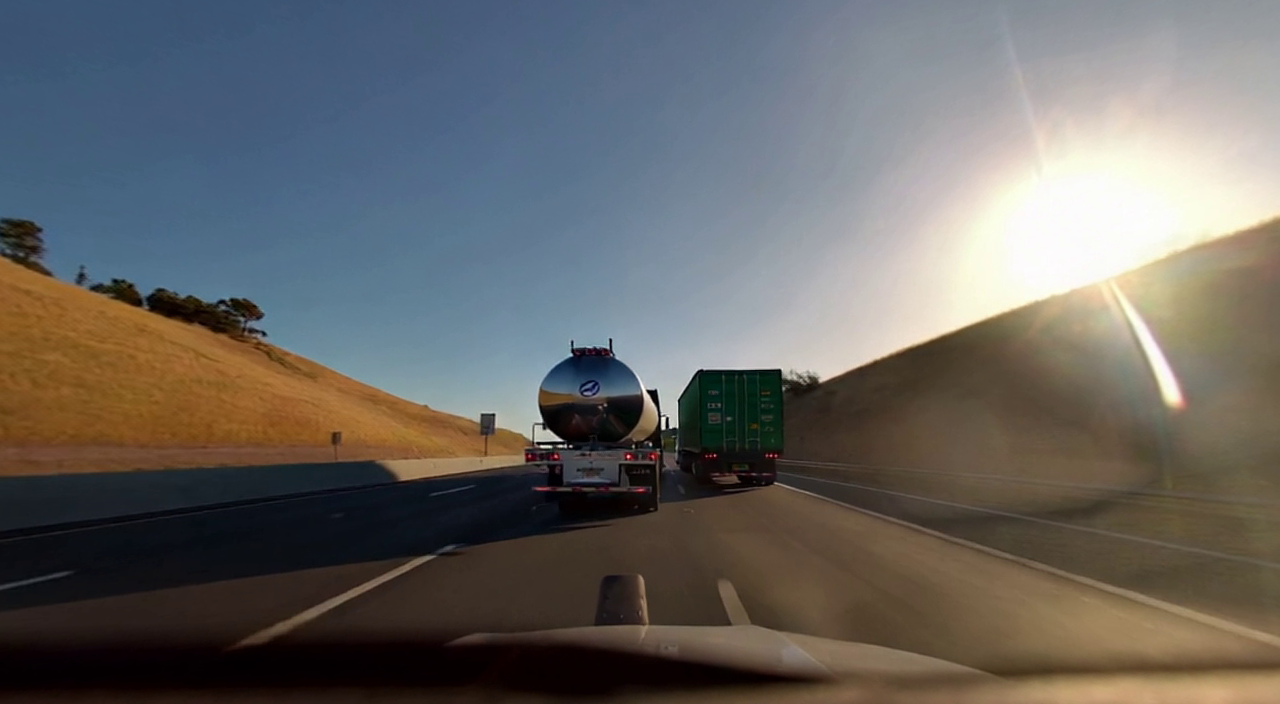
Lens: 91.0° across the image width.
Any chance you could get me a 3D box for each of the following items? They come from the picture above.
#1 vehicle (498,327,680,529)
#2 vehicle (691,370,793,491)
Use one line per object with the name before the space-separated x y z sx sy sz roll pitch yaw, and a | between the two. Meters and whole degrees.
vehicle | -0.589 2.579 20.010 3.267 3.655 17.154 0 -8 2
vehicle | 3.820 3.426 26.564 2.942 4.003 11.297 0 -9 3
